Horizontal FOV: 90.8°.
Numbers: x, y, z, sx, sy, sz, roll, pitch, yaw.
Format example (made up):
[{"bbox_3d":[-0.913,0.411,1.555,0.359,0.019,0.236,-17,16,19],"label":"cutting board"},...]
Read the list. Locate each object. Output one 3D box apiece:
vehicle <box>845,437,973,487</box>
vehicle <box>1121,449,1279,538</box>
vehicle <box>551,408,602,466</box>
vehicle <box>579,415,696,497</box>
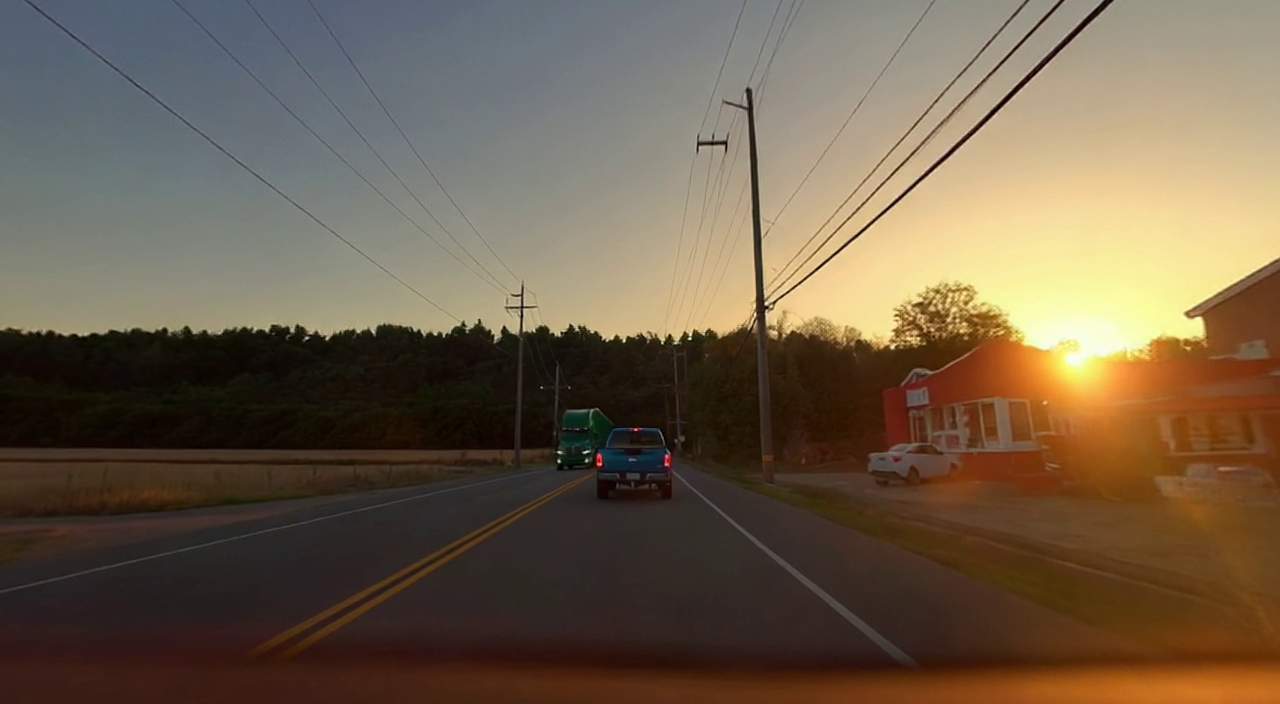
[{"bbox_3d":[10.750,4.310,25.076,5.304,1.754,2.340,7,-11,-38],"label":"vehicle"},{"bbox_3d":[11.938,2.688,12.654,4.571,1.451,1.906,5,-10,-29],"label":"vehicle"},{"bbox_3d":[-4.626,6.513,47.851,3.063,3.986,7.883,0,-8,0],"label":"vehicle"},{"bbox_3d":[-0.059,3.161,19.607,2.921,2.031,7.416,0,-8,0],"label":"vehicle"}]
